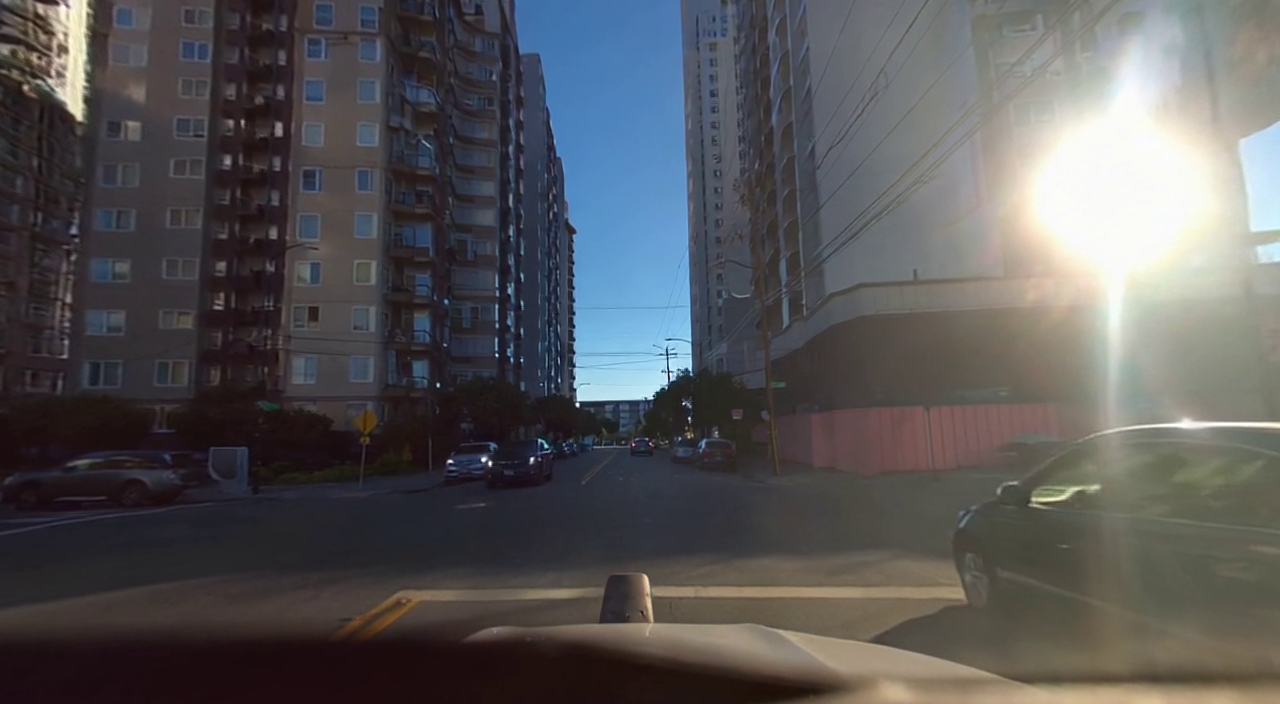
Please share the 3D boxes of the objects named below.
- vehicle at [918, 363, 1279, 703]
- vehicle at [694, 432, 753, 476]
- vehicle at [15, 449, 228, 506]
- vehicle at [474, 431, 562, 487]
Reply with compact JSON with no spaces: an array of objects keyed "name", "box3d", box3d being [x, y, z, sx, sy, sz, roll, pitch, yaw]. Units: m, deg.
[{"name":"vehicle","box3d":[3.523,1.062,3.574,1.994,1.697,4.274,0,-8,1]},{"name":"vehicle","box3d":[3.772,4.734,29.412,2.164,1.721,4.416,-4,-9,1]},{"name":"vehicle","box3d":[-17.264,4.182,21.194,5.354,1.773,1.991,0,-8,0]},{"name":"vehicle","box3d":[-4.326,3.890,23.183,2.201,1.801,4.750,0,-8,1]}]
